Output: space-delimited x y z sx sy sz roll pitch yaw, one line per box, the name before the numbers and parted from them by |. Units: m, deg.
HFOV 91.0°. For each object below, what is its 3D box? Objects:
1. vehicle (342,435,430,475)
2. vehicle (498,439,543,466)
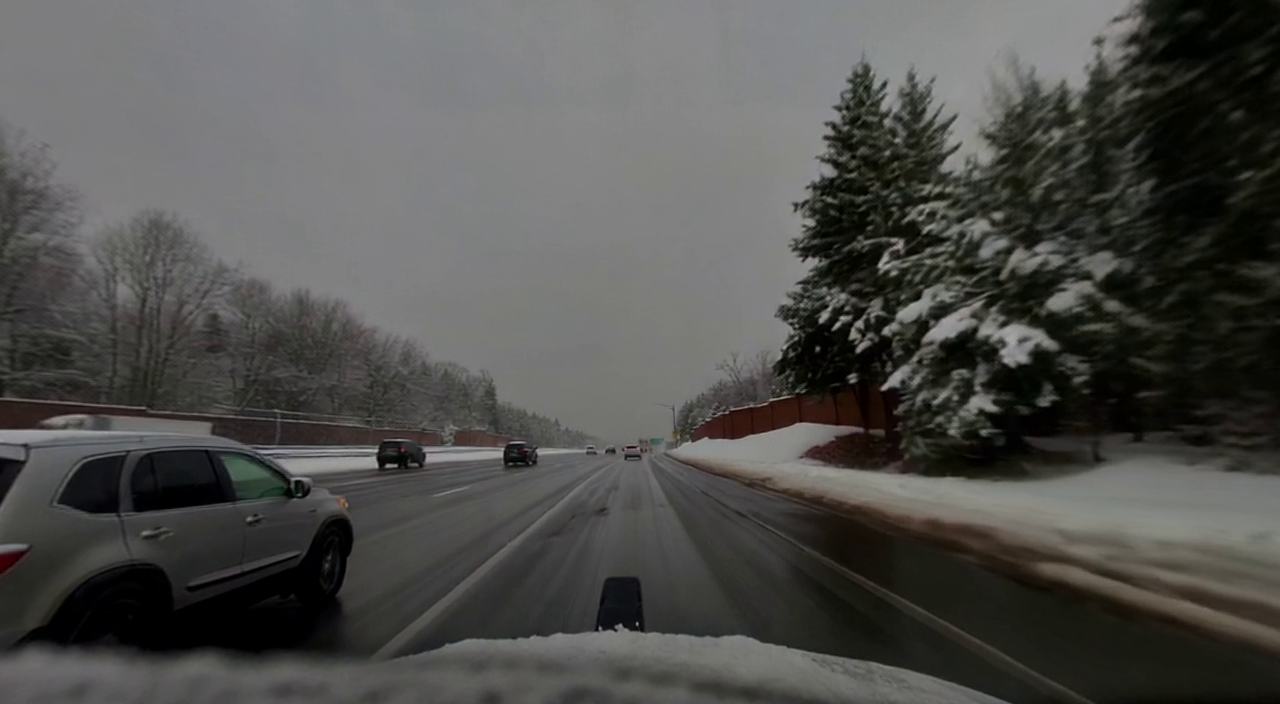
vehicle | -11.370 4.643 28.592 2.025 1.618 4.683 1 -9 0
vehicle | -8.018 6.805 42.743 2.151 1.707 4.759 0 -9 0
